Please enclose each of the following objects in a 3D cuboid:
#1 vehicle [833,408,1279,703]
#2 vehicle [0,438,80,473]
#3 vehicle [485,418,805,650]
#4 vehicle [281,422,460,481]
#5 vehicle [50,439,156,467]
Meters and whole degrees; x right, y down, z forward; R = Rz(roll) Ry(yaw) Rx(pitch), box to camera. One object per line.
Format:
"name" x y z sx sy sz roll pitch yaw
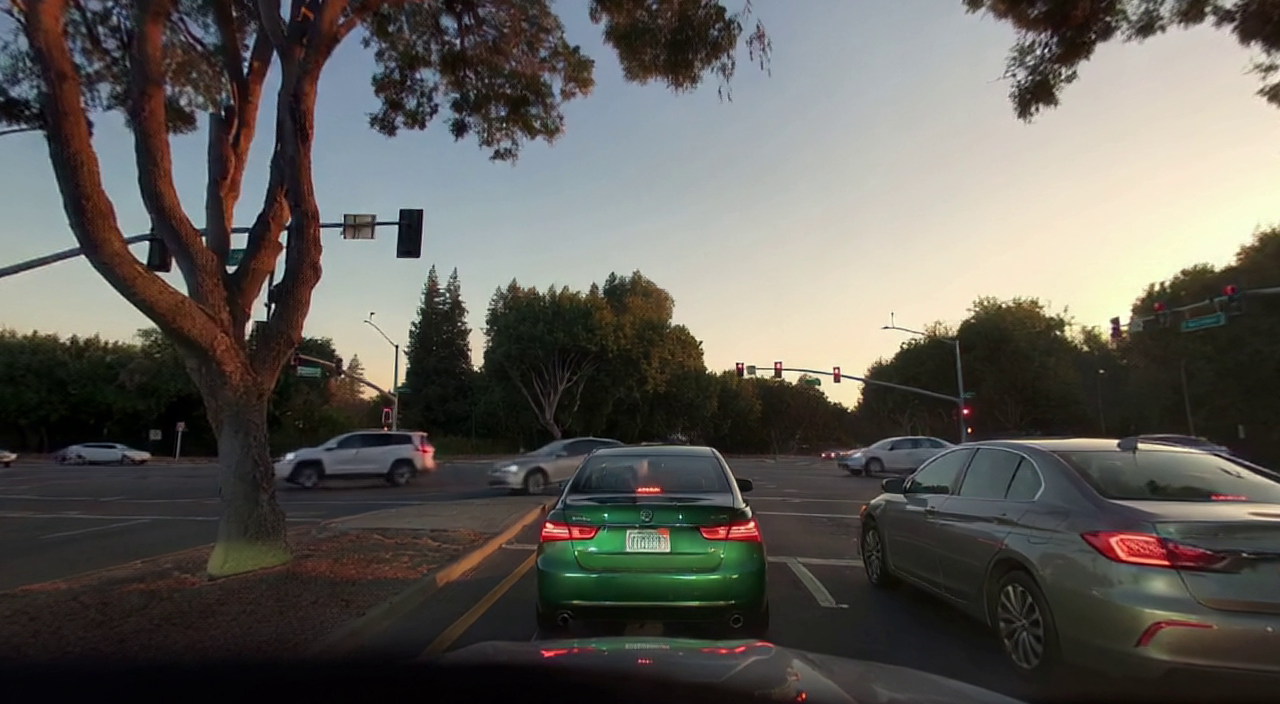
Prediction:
"vehicle" 3.093 1.303 4.855 1.861 1.479 4.371 0 -9 0
"vehicle" -30.362 5.018 30.778 4.517 1.637 1.935 -1 -9 8
"vehicle" 0.025 1.473 6.162 2.026 1.458 4.175 0 -9 0
"vehicle" -8.785 3.278 20.996 1.998 1.709 4.984 -8 -11 42
"vehicle" -31.840 5.986 37.515 4.754 1.583 1.954 -1 -9 7
